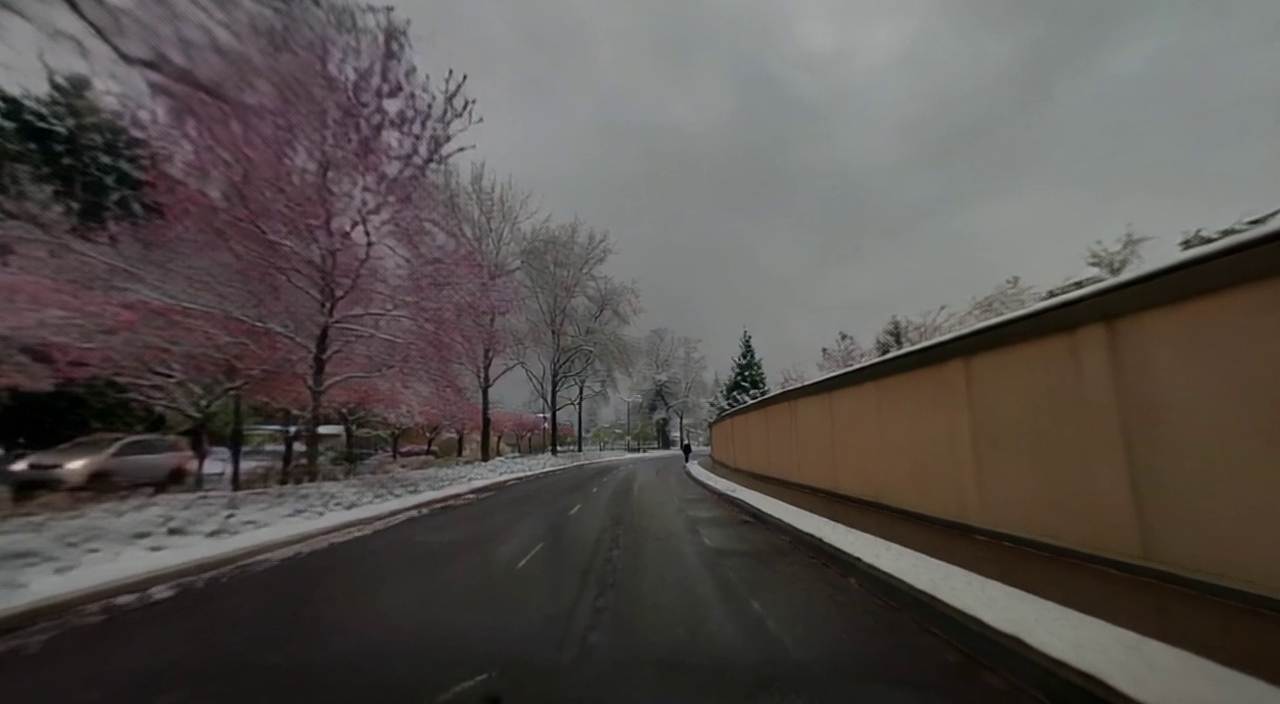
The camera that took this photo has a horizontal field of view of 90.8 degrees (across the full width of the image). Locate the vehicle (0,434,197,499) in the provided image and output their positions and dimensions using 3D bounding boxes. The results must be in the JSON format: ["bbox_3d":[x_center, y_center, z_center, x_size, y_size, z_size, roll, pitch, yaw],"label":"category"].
[{"bbox_3d":[-16.762,3.513,19.852,2.186,1.769,4.869,0,-8,-1],"label":"vehicle"}]
